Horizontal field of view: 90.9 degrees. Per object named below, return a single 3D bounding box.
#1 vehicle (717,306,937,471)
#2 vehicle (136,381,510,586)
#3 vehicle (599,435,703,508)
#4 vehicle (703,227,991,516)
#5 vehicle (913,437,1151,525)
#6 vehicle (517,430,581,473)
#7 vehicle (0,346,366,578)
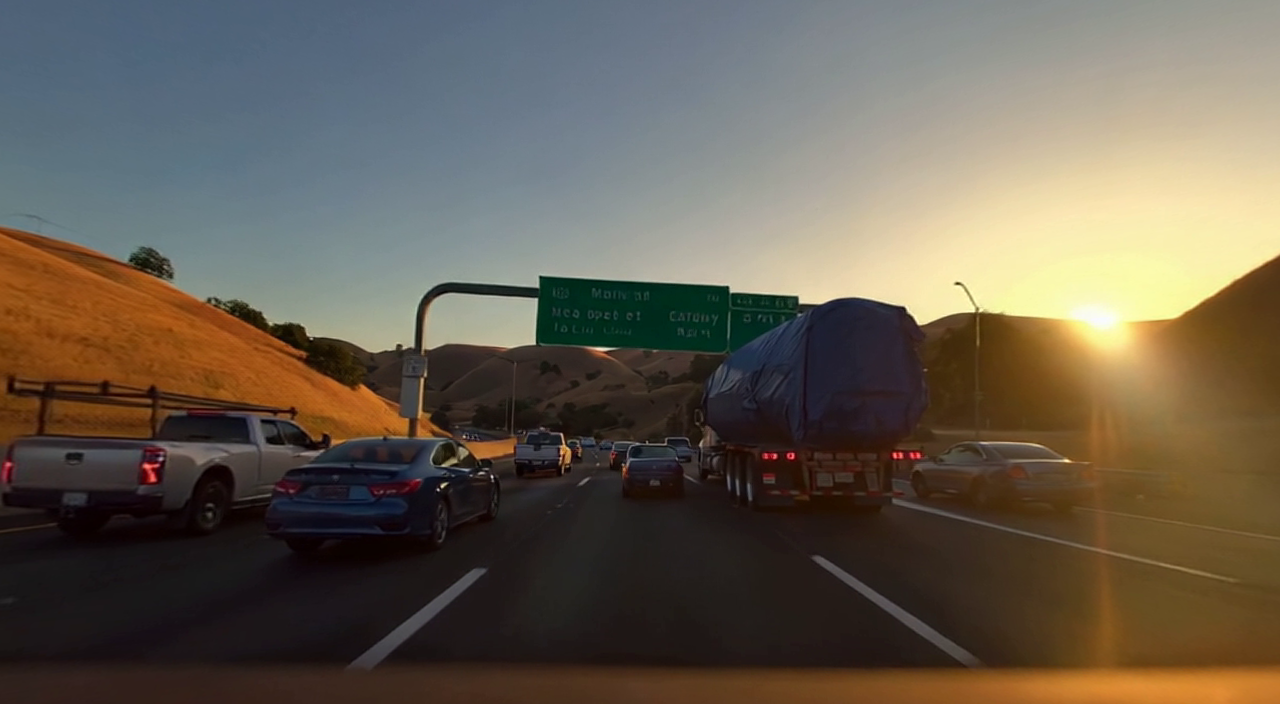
[{"bbox_3d":[3.378,0.941,13.023,2.790,2.718,5.253,0,-8,-1],"label":"vehicle"},{"bbox_3d":[-3.502,1.602,8.616,2.318,1.902,5.374,0,-8,0],"label":"vehicle"},{"bbox_3d":[0.169,2.722,14.897,2.105,1.471,3.978,0,-8,-2],"label":"vehicle"},{"bbox_3d":[3.392,0.982,14.295,2.759,4.098,10.906,0,-8,0],"label":"vehicle"},{"bbox_3d":[7.686,2.522,13.025,2.092,1.495,4.194,0,-8,-2],"label":"vehicle"},{"bbox_3d":[-4.061,4.541,29.027,2.348,1.821,5.061,0,-8,-2],"label":"vehicle"},{"bbox_3d":[-7.550,1.594,9.909,3.150,2.303,7.133,0,-8,1],"label":"vehicle"}]
